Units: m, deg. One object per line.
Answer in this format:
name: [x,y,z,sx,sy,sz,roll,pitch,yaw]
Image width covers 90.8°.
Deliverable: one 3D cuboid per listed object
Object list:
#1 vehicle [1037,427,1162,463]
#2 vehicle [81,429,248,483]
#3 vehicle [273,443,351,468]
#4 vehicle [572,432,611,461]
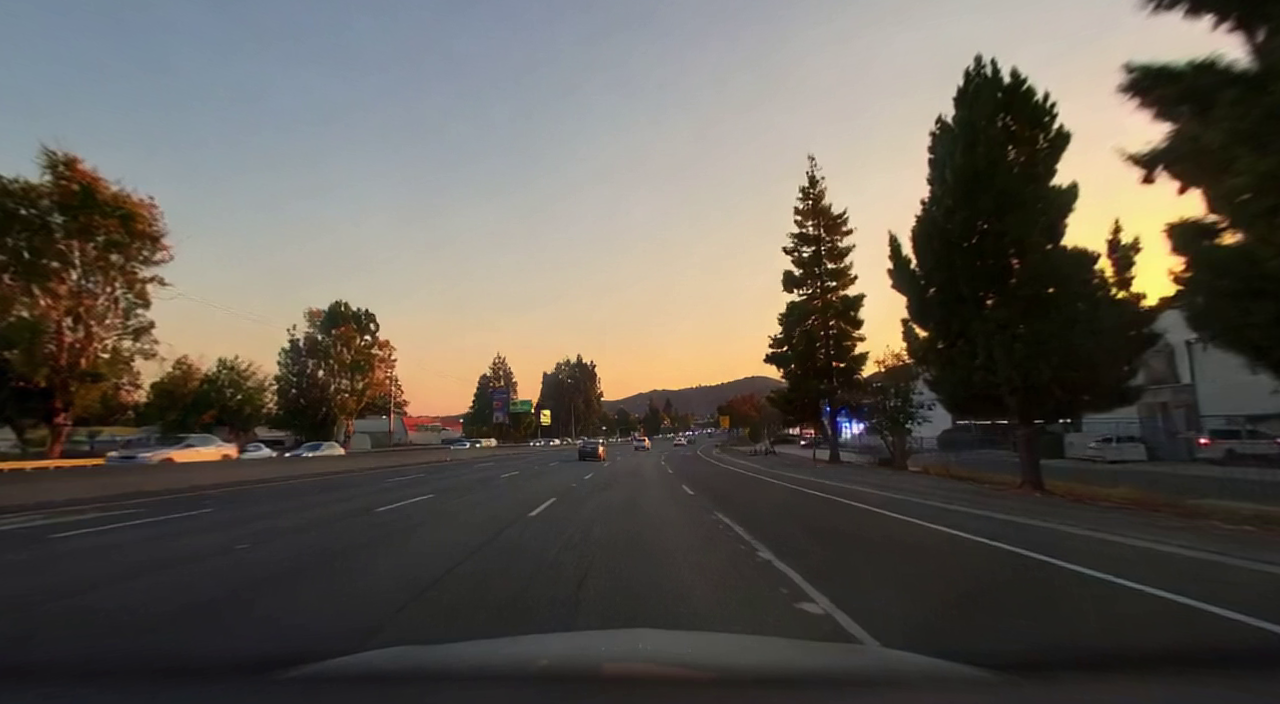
vehicle: [21.577,4.438,29.855,4.503,1.448,1.819,-8,-12,34]
vehicle: [-19.513,4.307,26.440,2.437,1.982,5.756,0,-8,1]
vehicle: [-20.441,6.452,39.610,2.174,1.458,4.566,-1,-8,5]
vehicle: [-3.180,6.328,42.266,2.139,1.782,4.079,-1,-8,2]
